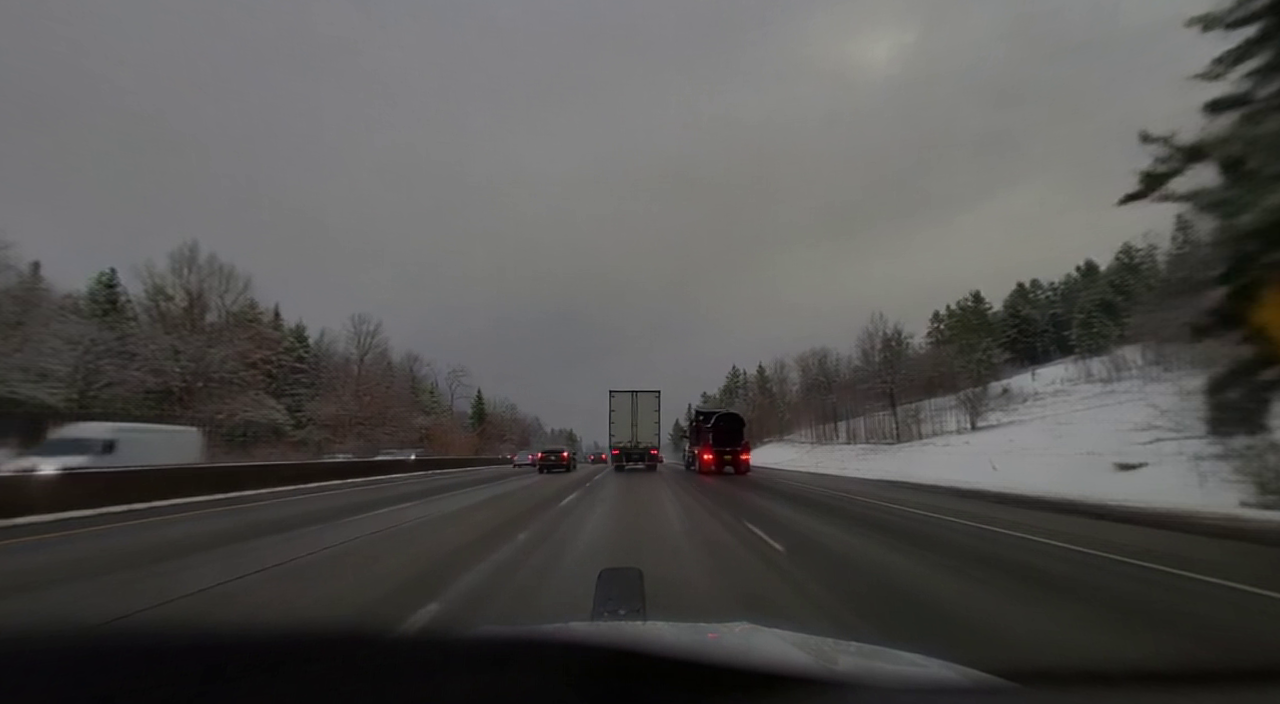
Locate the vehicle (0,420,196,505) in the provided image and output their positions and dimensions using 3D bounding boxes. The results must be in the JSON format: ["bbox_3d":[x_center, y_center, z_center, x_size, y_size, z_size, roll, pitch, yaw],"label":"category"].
[{"bbox_3d":[-19.077,3.754,21.878,2.232,2.446,6.951,0,-9,0],"label":"vehicle"}]

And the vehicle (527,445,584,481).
[{"bbox_3d":[-3.848,5.123,29.386,2.061,1.555,3.900,0,-9,0],"label":"vehicle"}]

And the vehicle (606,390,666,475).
[{"bbox_3d":[-0.294,4.793,36.298,2.875,4.056,12.312,0,-9,-1],"label":"vehicle"}]

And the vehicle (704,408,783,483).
[{"bbox_3d":[4.252,3.955,26.658,2.565,2.902,3.798,0,-9,-1],"label":"vehicle"}]

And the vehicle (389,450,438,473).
[{"bbox_3d":[-15.460,7.455,43.217,1.809,1.473,4.083,0,-9,0],"label":"vehicle"}]

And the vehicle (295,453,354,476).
[{"bbox_3d":[-22.505,8.049,45.151,1.905,1.516,4.417,0,-9,0],"label":"vehicle"}]

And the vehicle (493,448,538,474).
[{"bbox_3d":[-7.612,6.682,38.890,1.926,1.482,3.959,0,-9,1],"label":"vehicle"}]
